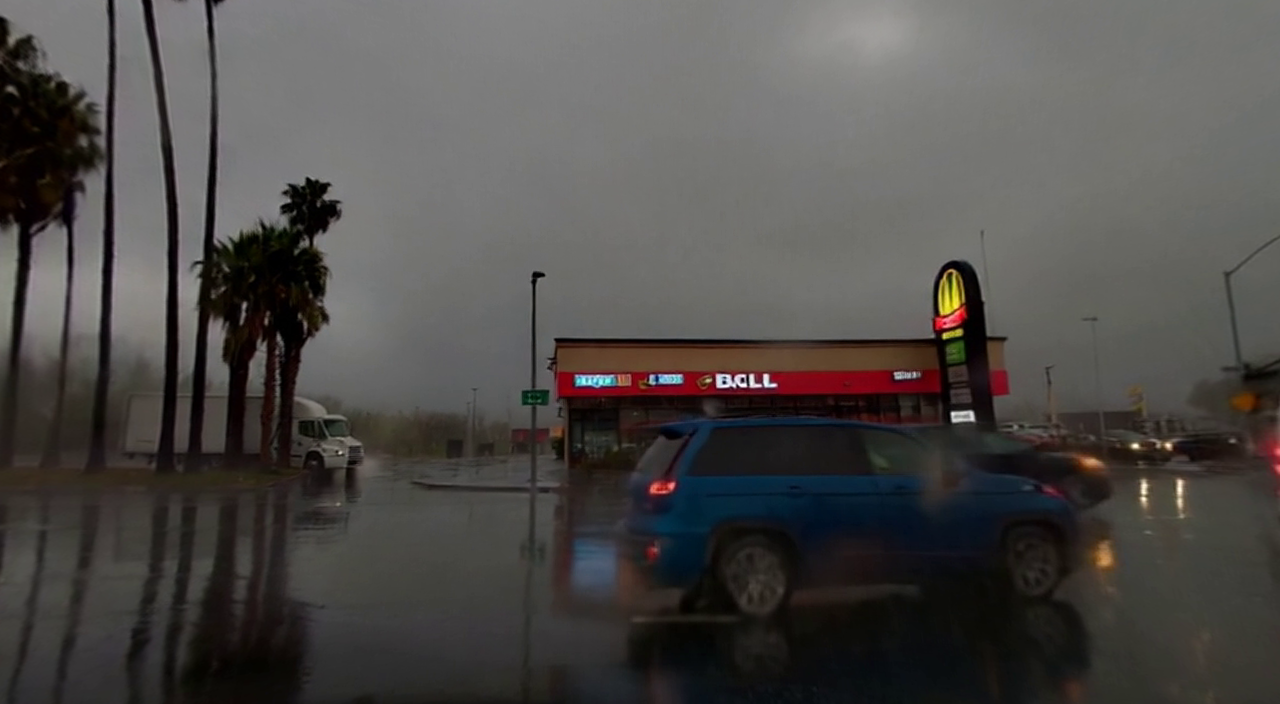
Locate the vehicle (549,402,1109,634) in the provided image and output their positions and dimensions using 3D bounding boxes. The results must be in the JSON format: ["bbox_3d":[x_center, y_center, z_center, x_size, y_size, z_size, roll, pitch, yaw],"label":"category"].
[{"bbox_3d":[1.461,1.436,6.088,4.493,1.728,2.137,1,-9,-5],"label":"vehicle"}]

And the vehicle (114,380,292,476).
[{"bbox_3d":[-19.979,3.679,29.739,3.034,3.929,7.699,0,-9,-3],"label":"vehicle"}]
